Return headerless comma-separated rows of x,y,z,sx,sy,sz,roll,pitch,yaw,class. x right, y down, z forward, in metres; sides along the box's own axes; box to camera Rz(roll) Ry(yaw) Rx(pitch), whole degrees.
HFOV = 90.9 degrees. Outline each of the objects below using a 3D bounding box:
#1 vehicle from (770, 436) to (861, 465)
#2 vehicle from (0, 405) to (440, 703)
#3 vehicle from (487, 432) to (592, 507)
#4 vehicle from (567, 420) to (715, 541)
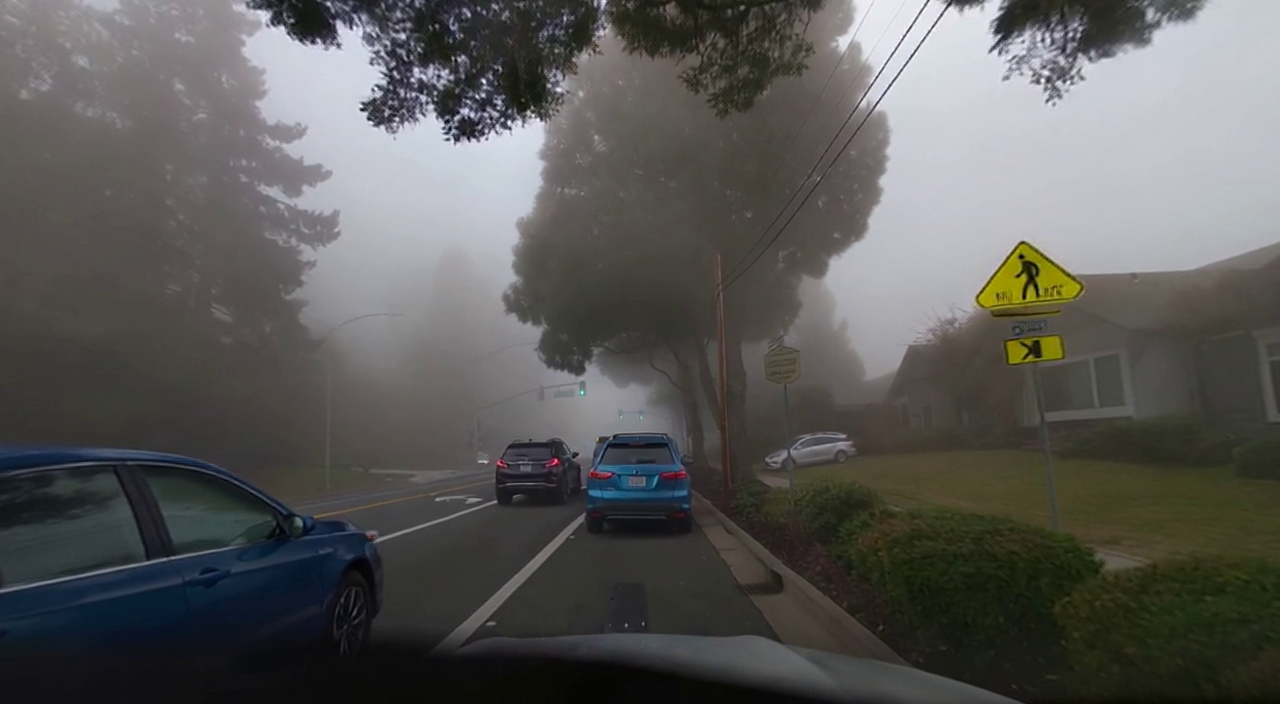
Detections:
9.515,5.376,34.442,4.456,1.504,1.914,-1,-9,3,vehicle
-2.861,1.126,3.328,1.968,1.472,4.685,0,-9,1,vehicle
-2.532,3.089,16.961,2.000,1.737,4.133,-1,-9,2,vehicle
0.071,2.154,11.068,2.120,1.718,3.909,-1,-9,2,vehicle
